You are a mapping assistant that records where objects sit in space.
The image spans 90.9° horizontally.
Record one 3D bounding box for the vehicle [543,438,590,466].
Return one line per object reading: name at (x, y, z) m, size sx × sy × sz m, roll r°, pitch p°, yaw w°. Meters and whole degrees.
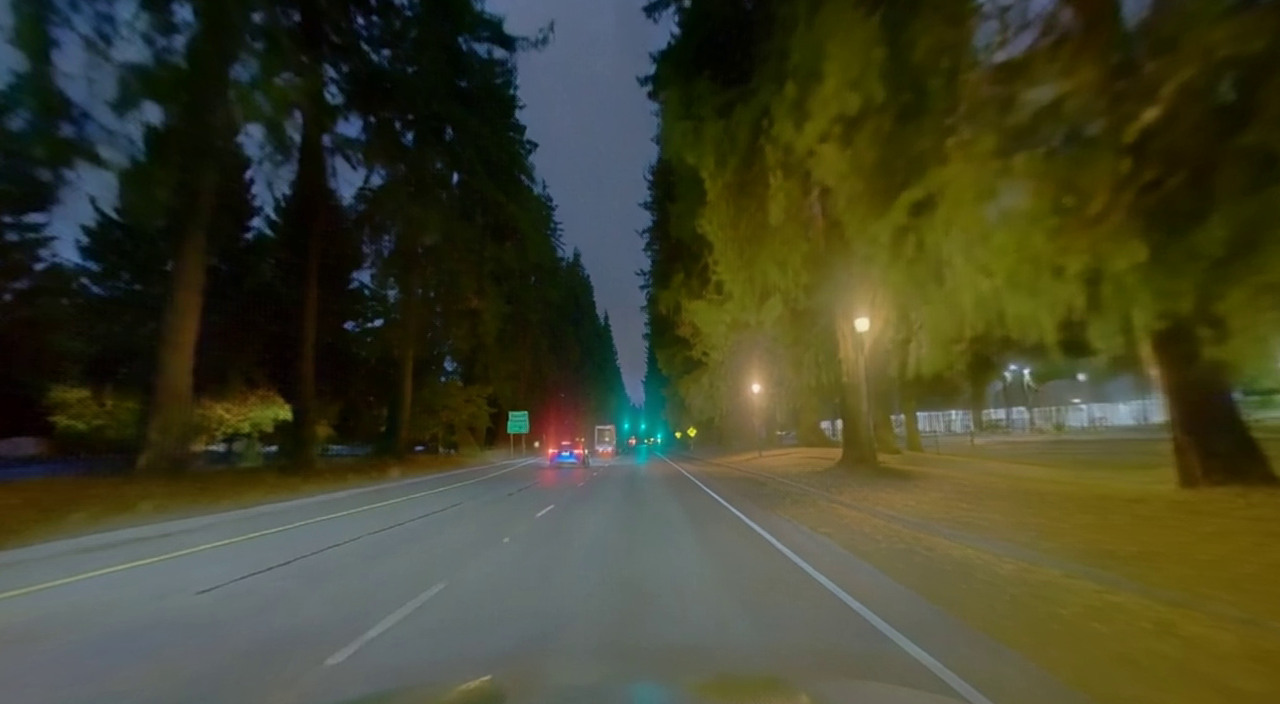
vehicle at (-3.933, 5.425, 34.436) m, size 2.005 × 1.462 × 4.345 m, roll 0°, pitch -8°, yaw 1°
